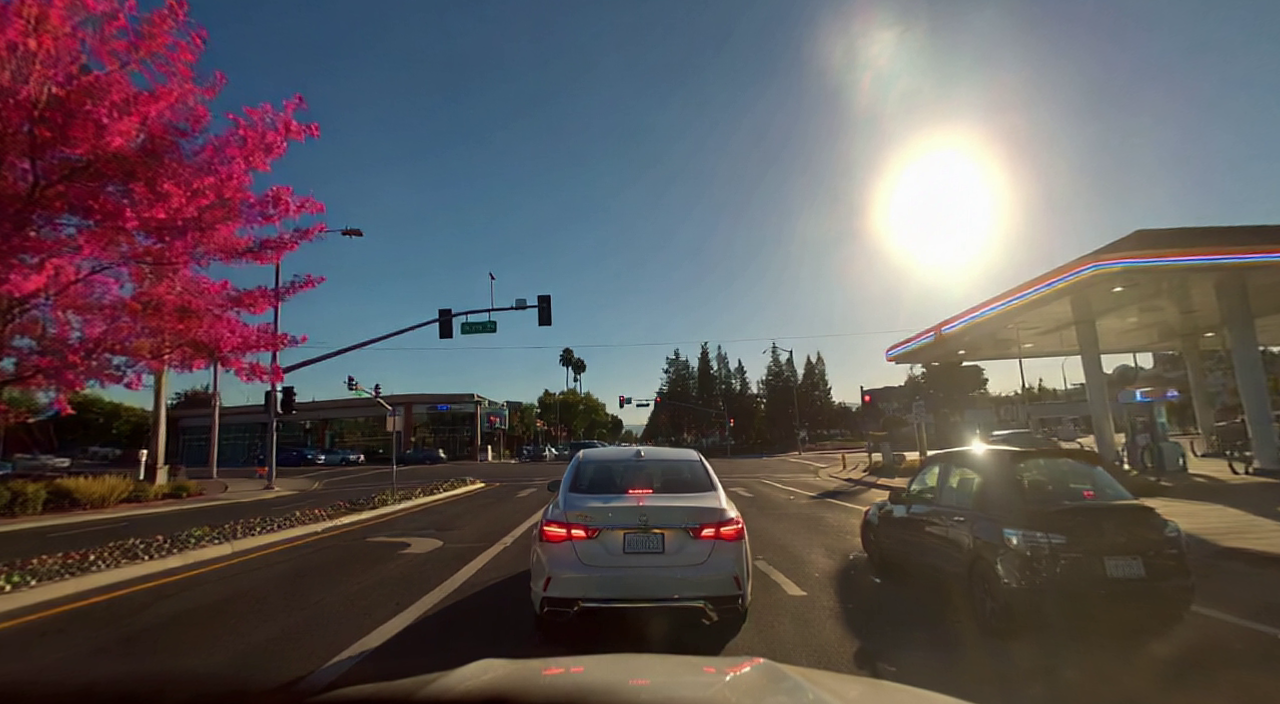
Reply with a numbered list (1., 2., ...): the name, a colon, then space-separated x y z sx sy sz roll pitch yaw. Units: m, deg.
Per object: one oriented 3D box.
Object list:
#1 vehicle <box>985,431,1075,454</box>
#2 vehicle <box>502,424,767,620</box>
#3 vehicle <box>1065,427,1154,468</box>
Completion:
1. vehicle: 26.591 6.198 43.085 4.813 1.455 1.889 -1 -8 3
2. vehicle: -0.043 1.598 6.902 2.010 1.482 4.057 0 -8 0
3. vehicle: 18.588 3.755 24.888 4.091 1.495 2.053 8 -12 -44
